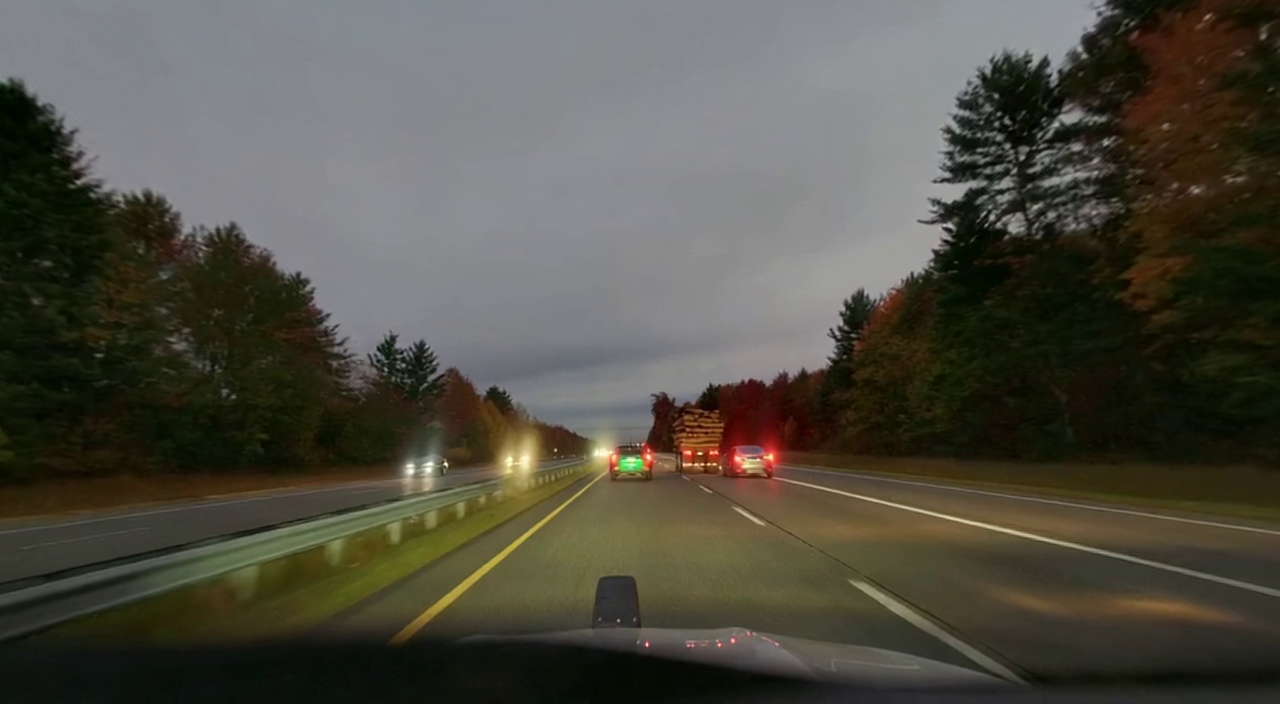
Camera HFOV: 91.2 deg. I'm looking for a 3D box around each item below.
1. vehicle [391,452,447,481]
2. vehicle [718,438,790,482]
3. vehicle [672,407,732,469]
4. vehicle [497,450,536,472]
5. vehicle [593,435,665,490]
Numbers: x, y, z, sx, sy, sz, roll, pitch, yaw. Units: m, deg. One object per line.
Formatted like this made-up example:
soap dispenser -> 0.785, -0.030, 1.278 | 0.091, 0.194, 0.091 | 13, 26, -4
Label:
vehicle -> -13.718, 7.098, 39.108 | 1.965, 1.625, 4.309 | 0, -9, -1
vehicle -> 4.612, 4.445, 26.050 | 2.057, 1.660, 4.525 | 0, -9, -1
vehicle -> 4.224, 6.166, 44.603 | 3.125, 3.895, 8.461 | 0, -9, -2
vehicle -> -9.143, 8.089, 46.784 | 1.999, 1.498, 4.105 | -1, -9, 1
vehicle -> -0.387, 3.795, 21.869 | 2.263, 1.699, 3.936 | 0, -9, -1
